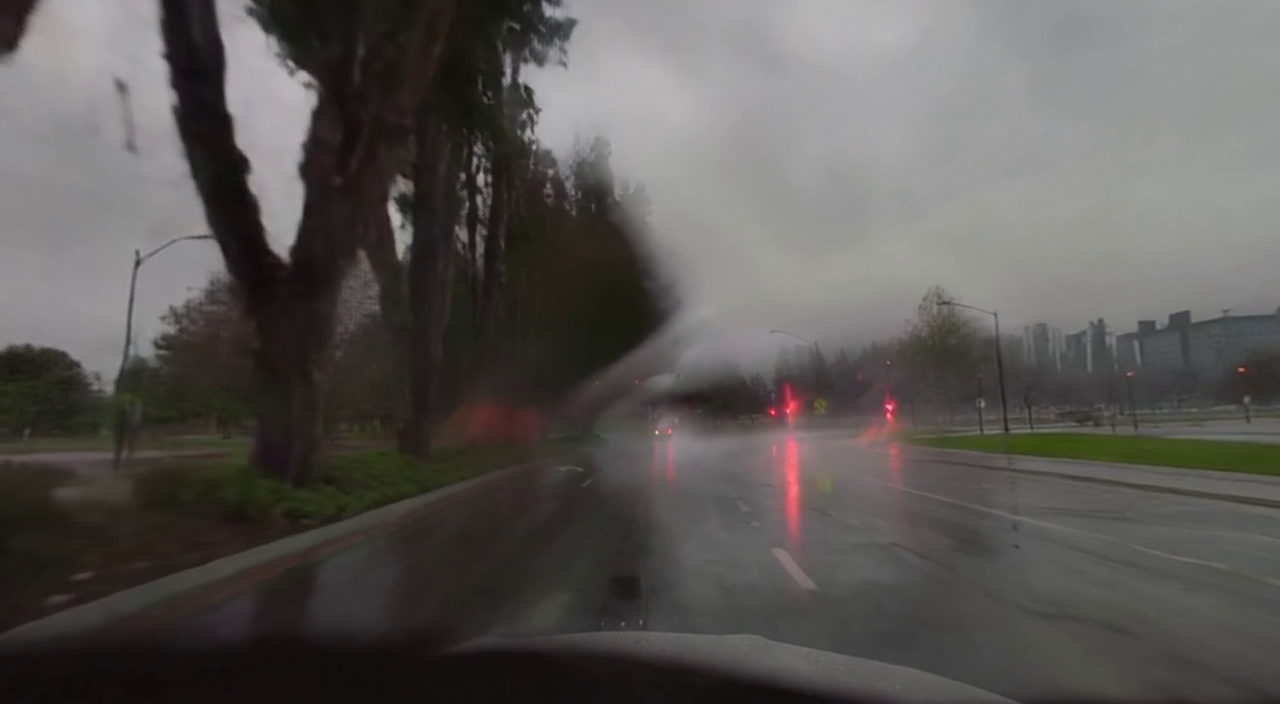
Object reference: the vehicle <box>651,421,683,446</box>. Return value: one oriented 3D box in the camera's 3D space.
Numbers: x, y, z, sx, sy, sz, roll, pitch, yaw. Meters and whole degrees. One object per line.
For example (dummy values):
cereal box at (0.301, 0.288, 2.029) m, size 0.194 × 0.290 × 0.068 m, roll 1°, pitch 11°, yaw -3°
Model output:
vehicle at (2.089, 6.132, 47.523) m, size 2.298 × 1.770 × 4.138 m, roll -1°, pitch -7°, yaw 4°
